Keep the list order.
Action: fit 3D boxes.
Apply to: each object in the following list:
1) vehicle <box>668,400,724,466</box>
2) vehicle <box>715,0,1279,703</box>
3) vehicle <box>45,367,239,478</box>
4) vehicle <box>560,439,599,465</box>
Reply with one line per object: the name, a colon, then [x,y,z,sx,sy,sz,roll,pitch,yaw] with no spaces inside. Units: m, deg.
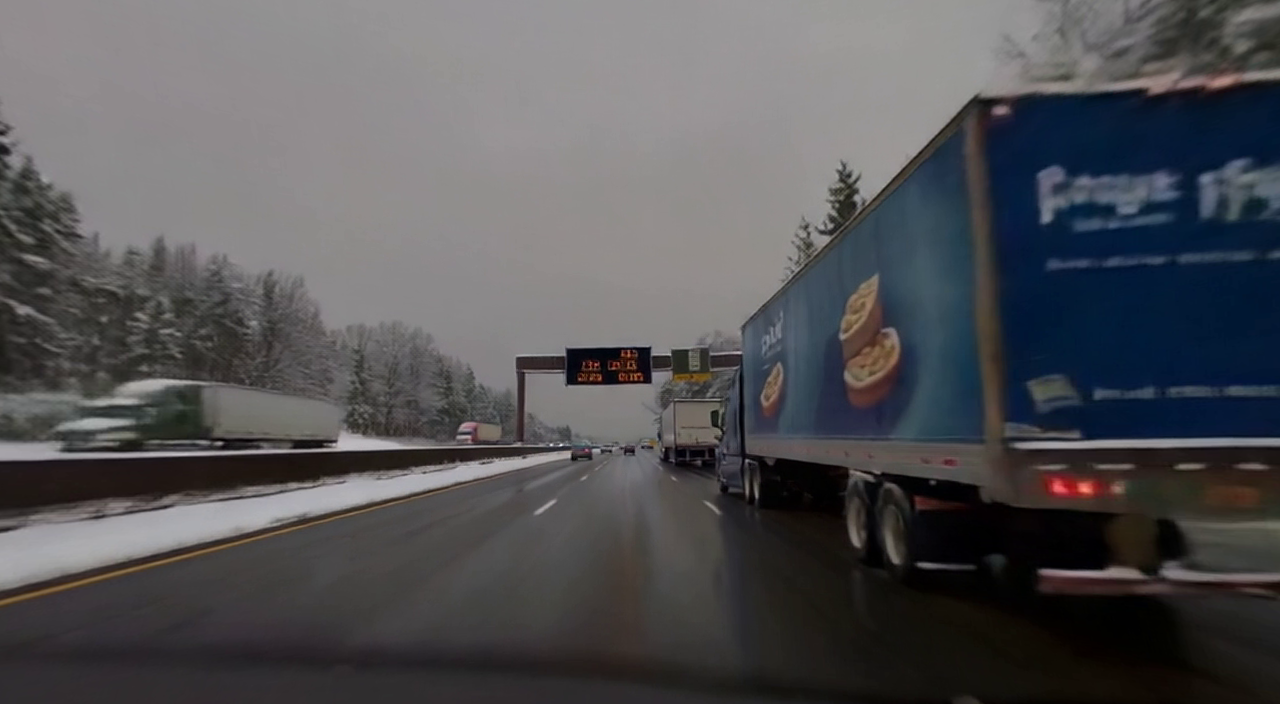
vehicle: [3.679,5.758,43.715,3.085,4.062,8.965,0,-9,0]
vehicle: [3.669,0.621,9.550,3.116,3.992,13.748,0,-8,-1]
vehicle: [-20.358,3.036,26.337,3.025,4.066,6.003,0,-8,-1]
vehicle: [-3.938,6.631,41.874,2.206,1.644,4.027,0,-8,0]
